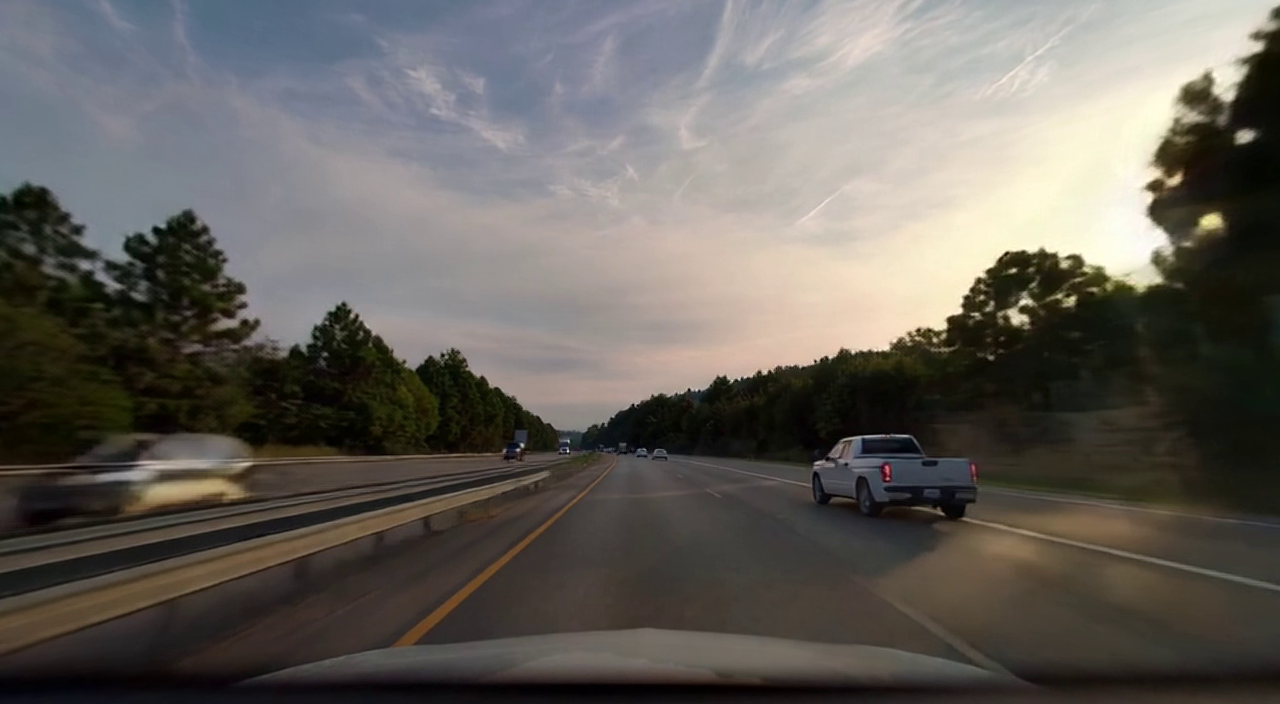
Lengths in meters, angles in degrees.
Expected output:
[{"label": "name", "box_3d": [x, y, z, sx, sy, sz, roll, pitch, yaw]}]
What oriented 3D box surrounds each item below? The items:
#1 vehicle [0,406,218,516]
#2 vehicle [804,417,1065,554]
[{"label": "vehicle", "box_3d": [-9.105, 1.698, 9.990, 1.852, 1.394, 4.228, 0, -9, 0]}, {"label": "vehicle", "box_3d": [4.212, 1.988, 10.037, 1.933, 1.663, 4.440, 0, -9, -1]}]
